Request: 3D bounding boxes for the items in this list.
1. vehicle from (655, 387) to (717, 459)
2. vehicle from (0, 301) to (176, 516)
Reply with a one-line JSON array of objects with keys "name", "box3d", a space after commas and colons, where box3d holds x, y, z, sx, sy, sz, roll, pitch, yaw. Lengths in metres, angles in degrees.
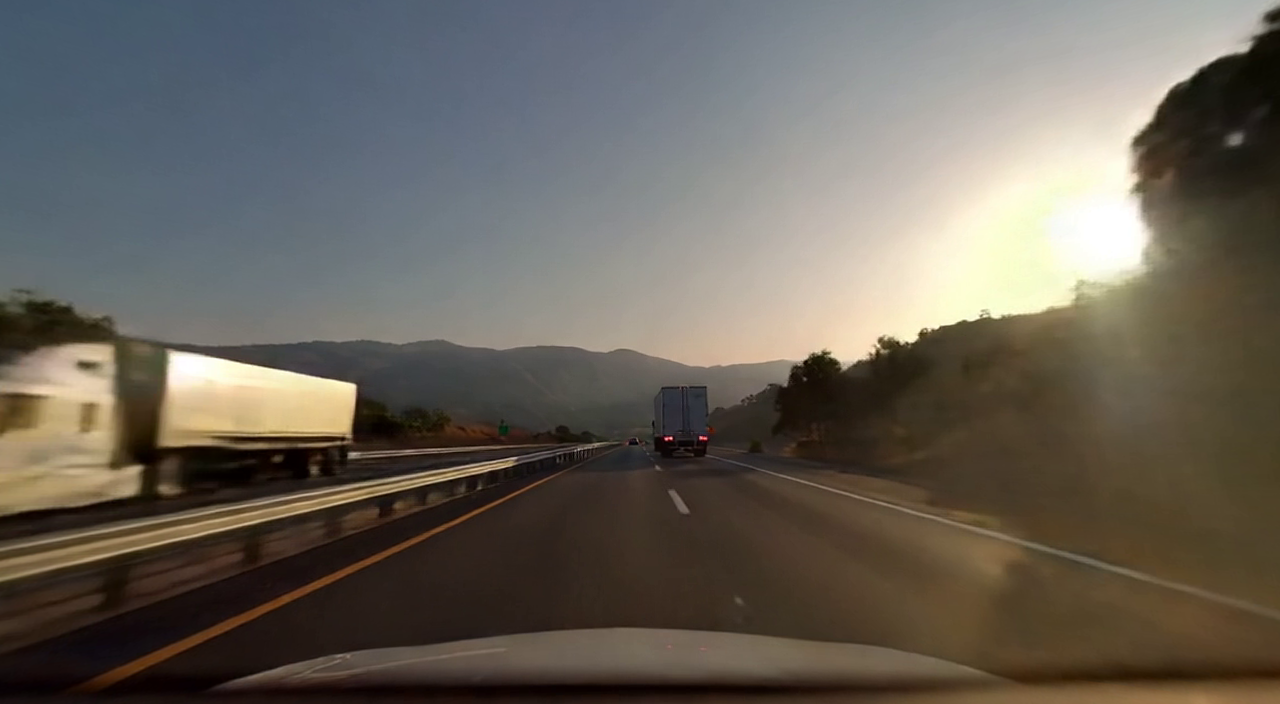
[{"name": "vehicle", "box3d": [2.727, 4.885, 42.286, 2.924, 4.024, 13.639, 0, -8, -1]}, {"name": "vehicle", "box3d": [-14.446, 1.346, 14.221, 2.993, 4.321, 6.272, 0, -8, 0]}]
